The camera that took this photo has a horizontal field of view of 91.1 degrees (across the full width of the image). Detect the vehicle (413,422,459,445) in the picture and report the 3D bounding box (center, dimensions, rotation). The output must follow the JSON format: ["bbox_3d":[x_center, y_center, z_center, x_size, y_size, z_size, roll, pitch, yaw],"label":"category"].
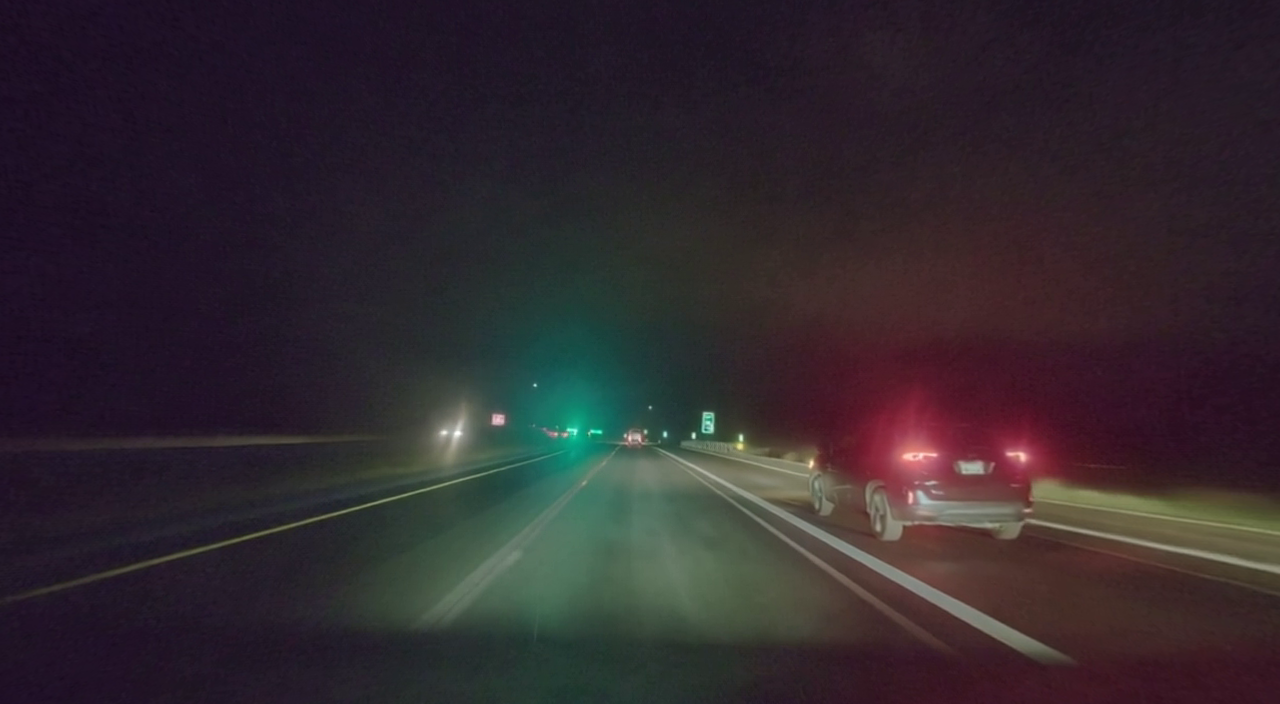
[{"bbox_3d":[-15.797,6.367,48.921,1.969,1.645,4.421,1,-8,2],"label":"vehicle"}]
